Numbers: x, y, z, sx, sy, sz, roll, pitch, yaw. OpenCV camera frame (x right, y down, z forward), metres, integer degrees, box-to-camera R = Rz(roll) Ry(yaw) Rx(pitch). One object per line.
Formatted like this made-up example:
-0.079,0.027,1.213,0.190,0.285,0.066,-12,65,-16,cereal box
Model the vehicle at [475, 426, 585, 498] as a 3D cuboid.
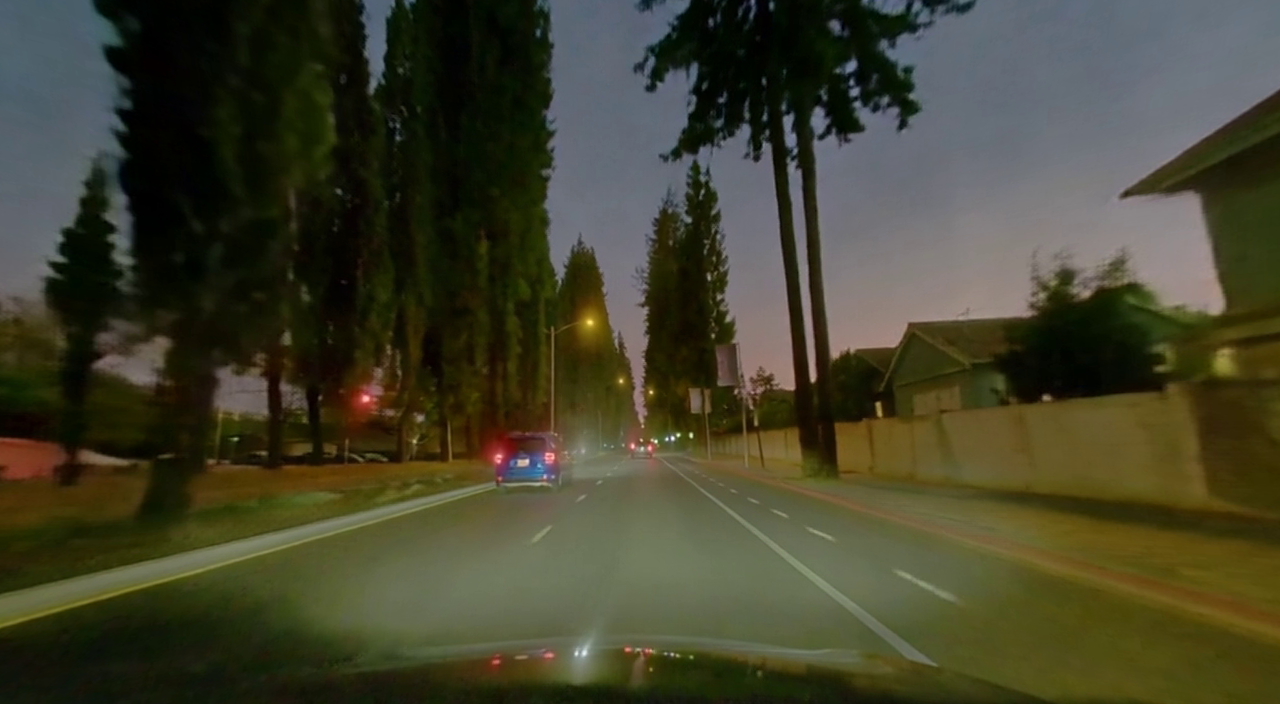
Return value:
-3.041,3.175,18.567,2.281,1.837,4.845,0,-8,1,vehicle
